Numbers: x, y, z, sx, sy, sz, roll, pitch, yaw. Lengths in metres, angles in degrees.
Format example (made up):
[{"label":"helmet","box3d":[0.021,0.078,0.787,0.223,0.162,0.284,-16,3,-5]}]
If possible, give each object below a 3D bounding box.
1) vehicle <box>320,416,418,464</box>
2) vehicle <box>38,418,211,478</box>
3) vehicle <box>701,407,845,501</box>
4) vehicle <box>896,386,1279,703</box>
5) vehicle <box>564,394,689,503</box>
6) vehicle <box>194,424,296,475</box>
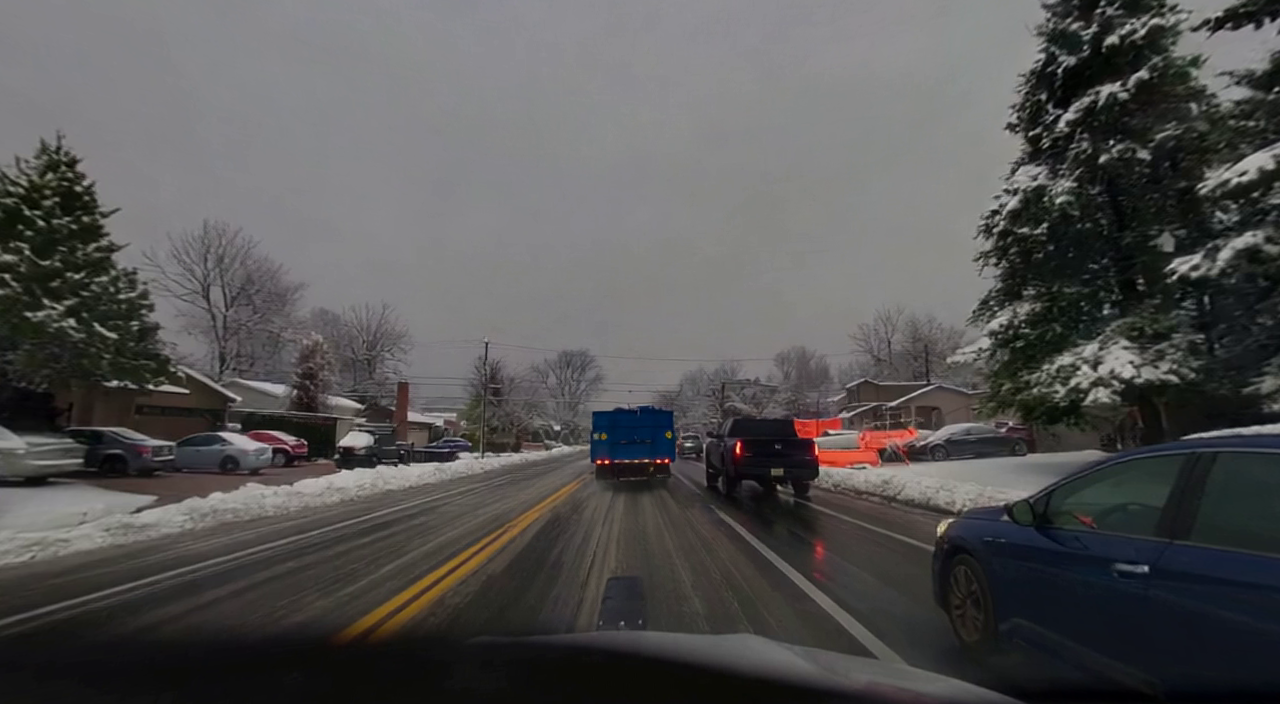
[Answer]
[{"label":"vehicle","box3d":[-13.397,4.442,31.537,2.475,2.157,5.567,0,-8,-1]},{"label":"vehicle","box3d":[-16.870,3.155,20.666,4.184,1.831,1.940,-1,-9,8]},{"label":"vehicle","box3d":[3.112,2.593,16.243,2.486,1.993,5.667,0,-8,0]},{"label":"vehicle","box3d":[3.000,0.953,2.573,2.010,1.499,4.481,0,-8,0]},{"label":"vehicle","box3d":[-0.228,2.609,17.291,2.751,2.361,6.347,2,-8,2]},{"label":"vehicle","box3d":[-14.943,3.709,24.043,2.010,1.721,4.499,2,-9,-16]}]
